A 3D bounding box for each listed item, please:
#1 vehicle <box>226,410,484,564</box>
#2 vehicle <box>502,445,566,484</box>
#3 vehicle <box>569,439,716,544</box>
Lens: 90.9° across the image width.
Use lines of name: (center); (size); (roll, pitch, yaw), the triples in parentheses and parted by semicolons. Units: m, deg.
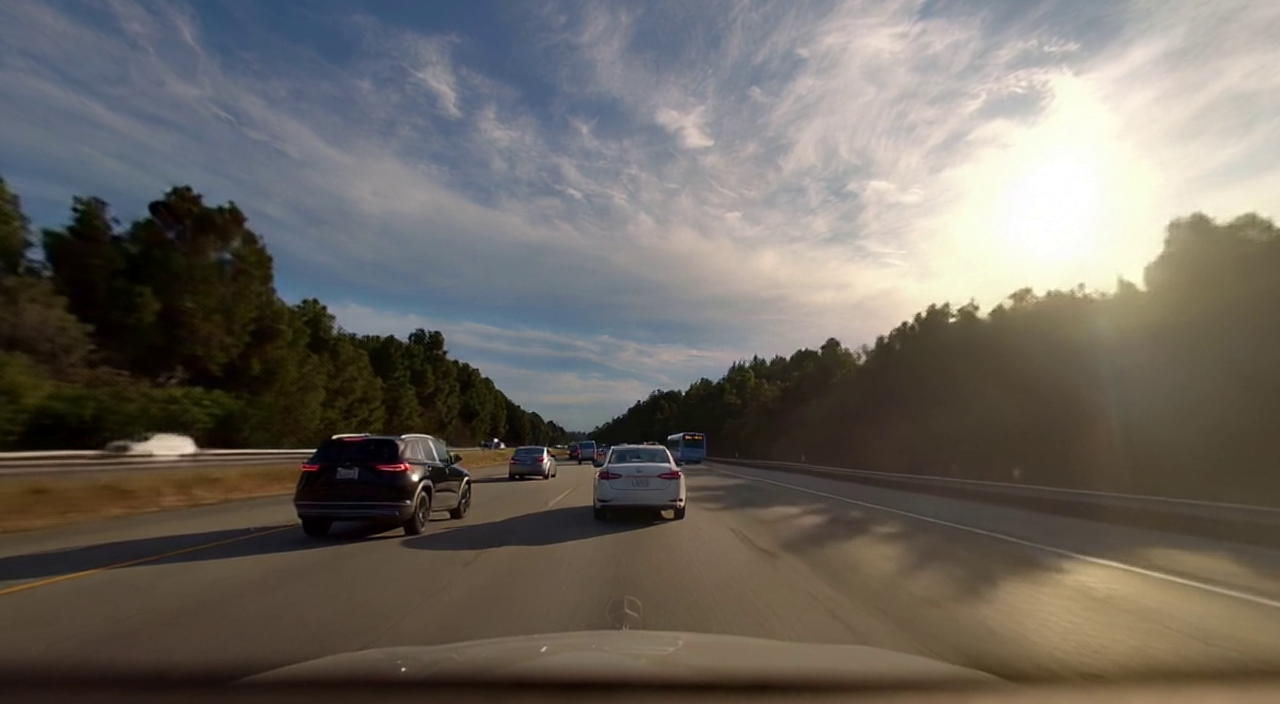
vehicle: (-3.721, 1.838, 9.213); (1.830, 1.703, 4.142); (0, -9, -1)
vehicle: (-4.401, 4.734, 26.758); (2.122, 1.491, 3.800); (0, -9, -1)
vehicle: (-0.027, 2.328, 11.208); (2.120, 1.478, 4.179); (0, -9, -2)
